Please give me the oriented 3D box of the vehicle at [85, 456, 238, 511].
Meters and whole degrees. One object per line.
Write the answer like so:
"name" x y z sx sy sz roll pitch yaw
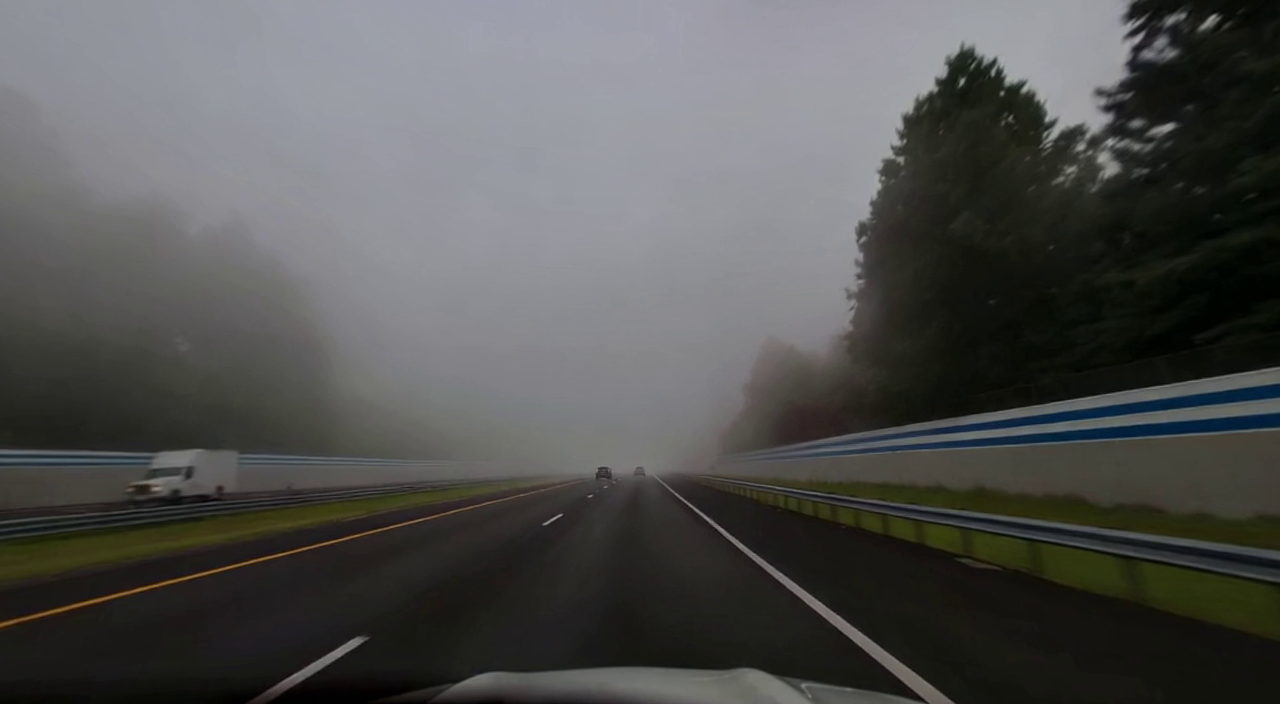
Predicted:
"vehicle" -17.147 4.727 22.945 1.974 1.730 4.507 1 -11 0
